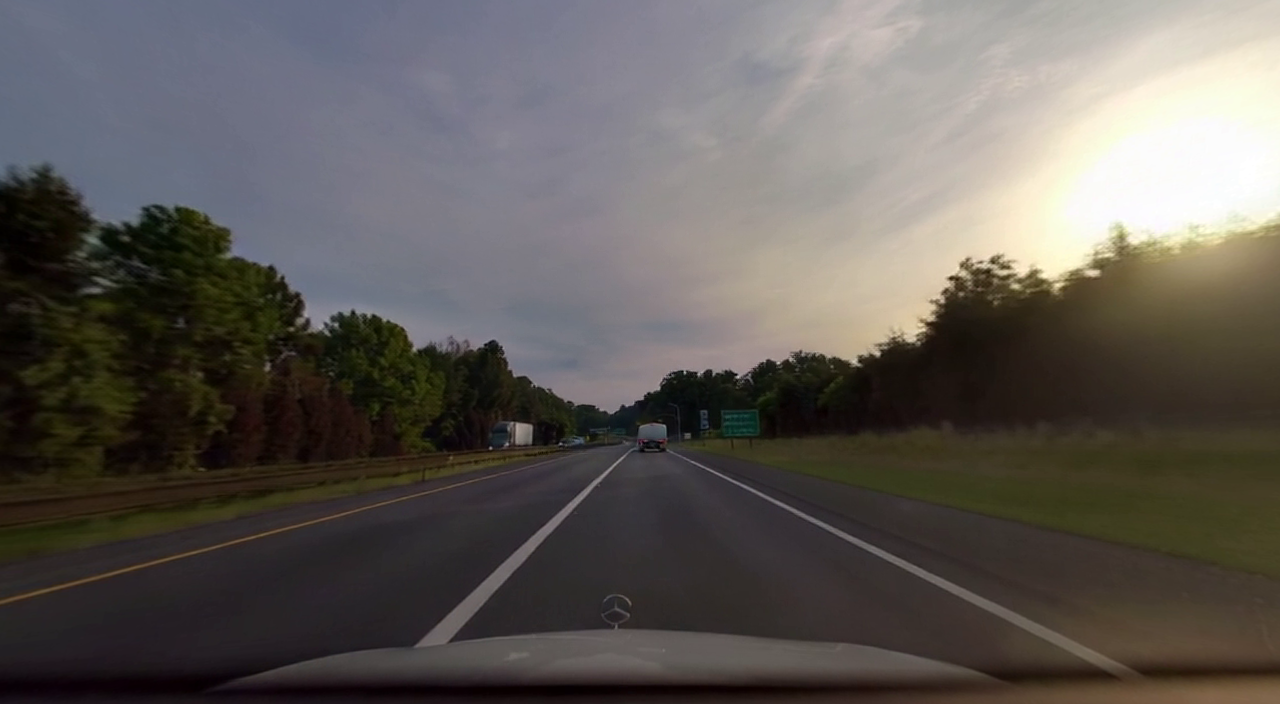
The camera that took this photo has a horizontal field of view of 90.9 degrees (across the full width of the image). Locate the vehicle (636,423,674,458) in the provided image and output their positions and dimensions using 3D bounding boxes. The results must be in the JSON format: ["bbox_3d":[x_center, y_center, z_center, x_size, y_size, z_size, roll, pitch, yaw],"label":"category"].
[{"bbox_3d":[0.965,6.376,45.689,2.495,2.327,5.800,0,-8,-1],"label":"vehicle"}]
